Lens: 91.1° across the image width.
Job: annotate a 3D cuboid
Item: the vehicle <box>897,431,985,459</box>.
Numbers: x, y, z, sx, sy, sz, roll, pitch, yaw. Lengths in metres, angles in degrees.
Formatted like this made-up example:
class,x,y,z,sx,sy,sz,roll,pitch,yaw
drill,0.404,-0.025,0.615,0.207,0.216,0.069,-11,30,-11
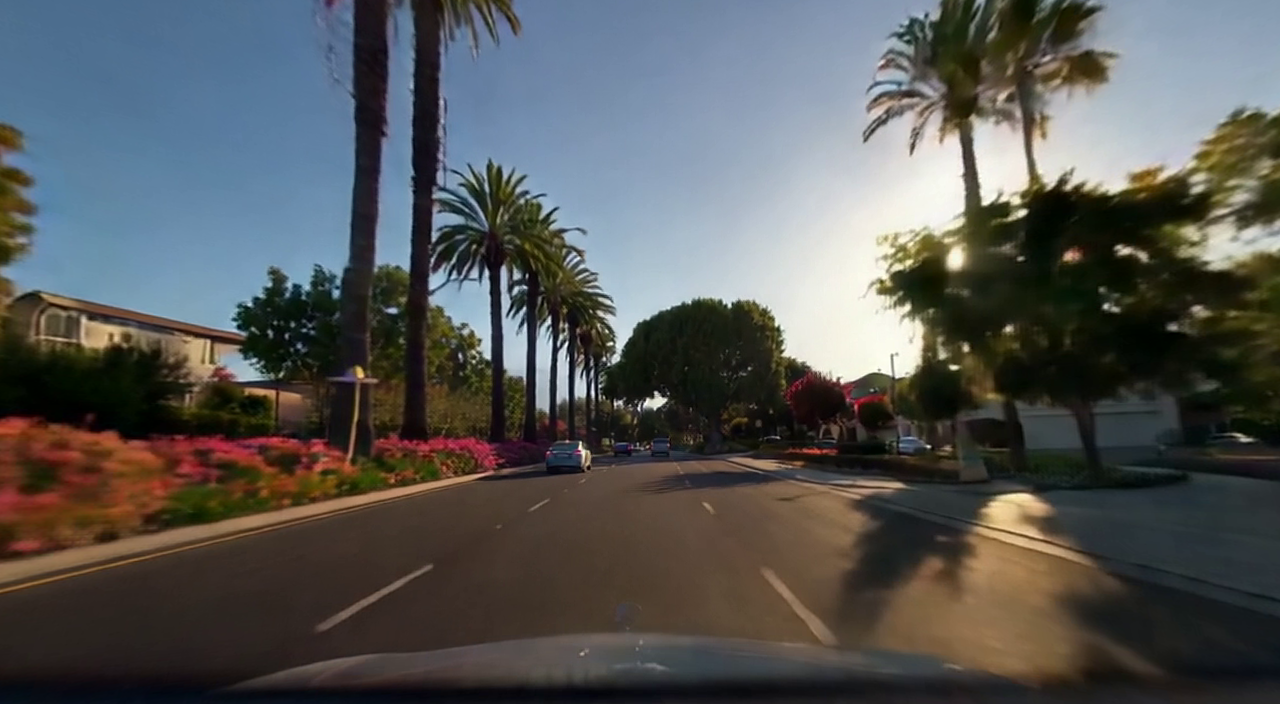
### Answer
class,x,y,z,sx,sy,sz,roll,pitch,yaw
vehicle,22.379,6.968,46.988,2.426,1.902,6.126,2,-9,-15

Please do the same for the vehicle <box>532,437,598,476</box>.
class,x,y,z,sx,sy,sz,roll,pitch,yaw
vehicle,-3.018,4.353,26.344,2.036,1.478,4.508,0,-8,2
